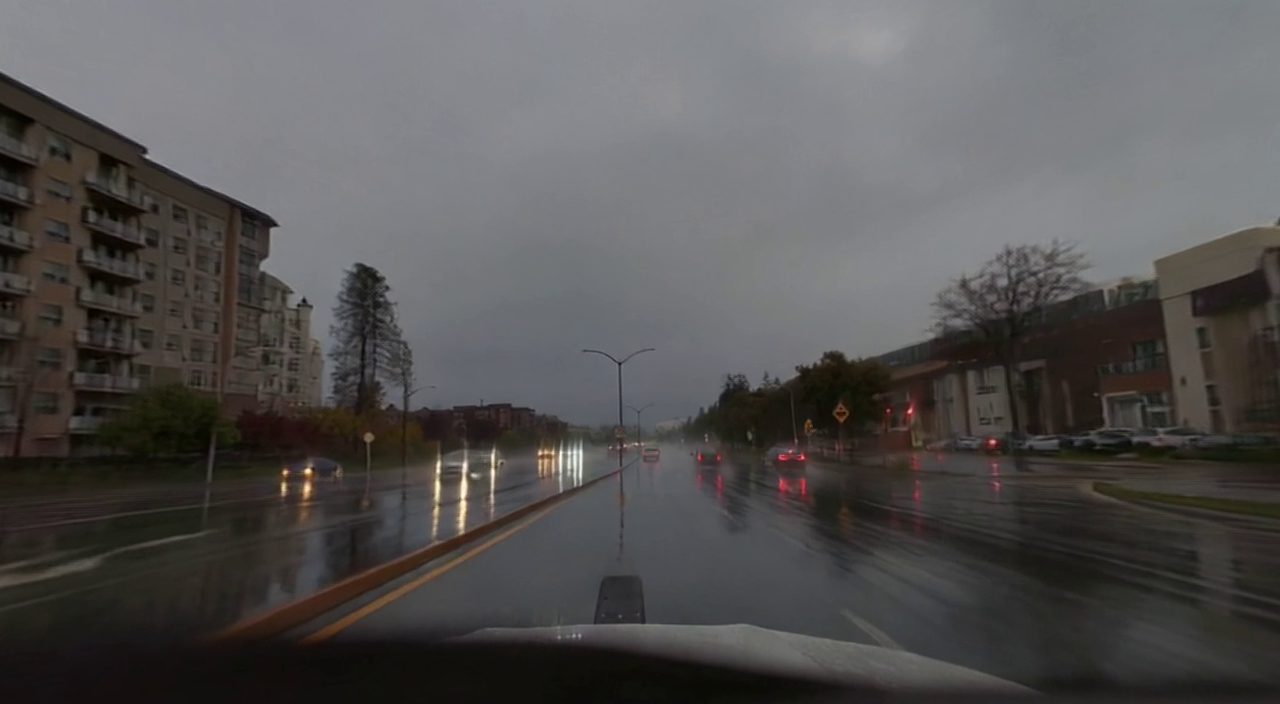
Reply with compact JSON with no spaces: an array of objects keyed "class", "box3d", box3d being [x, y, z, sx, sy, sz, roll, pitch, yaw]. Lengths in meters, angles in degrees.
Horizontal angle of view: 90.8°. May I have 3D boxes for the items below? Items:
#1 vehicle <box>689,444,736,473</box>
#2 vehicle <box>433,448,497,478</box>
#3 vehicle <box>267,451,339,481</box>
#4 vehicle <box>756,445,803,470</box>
[{"class":"vehicle","box3d":[3.979,5.941,35.447,2.020,1.479,4.650,0,-9,-1]},{"class":"vehicle","box3d":[-9.439,6.035,34.565,2.012,1.520,4.645,-1,-9,2]},{"class":"vehicle","box3d":[-21.205,7.174,40.017,1.995,1.684,4.487,-1,-9,2]},{"class":"vehicle","box3d":[8.579,6.519,39.234,1.932,1.439,4.159,0,-9,0]}]
